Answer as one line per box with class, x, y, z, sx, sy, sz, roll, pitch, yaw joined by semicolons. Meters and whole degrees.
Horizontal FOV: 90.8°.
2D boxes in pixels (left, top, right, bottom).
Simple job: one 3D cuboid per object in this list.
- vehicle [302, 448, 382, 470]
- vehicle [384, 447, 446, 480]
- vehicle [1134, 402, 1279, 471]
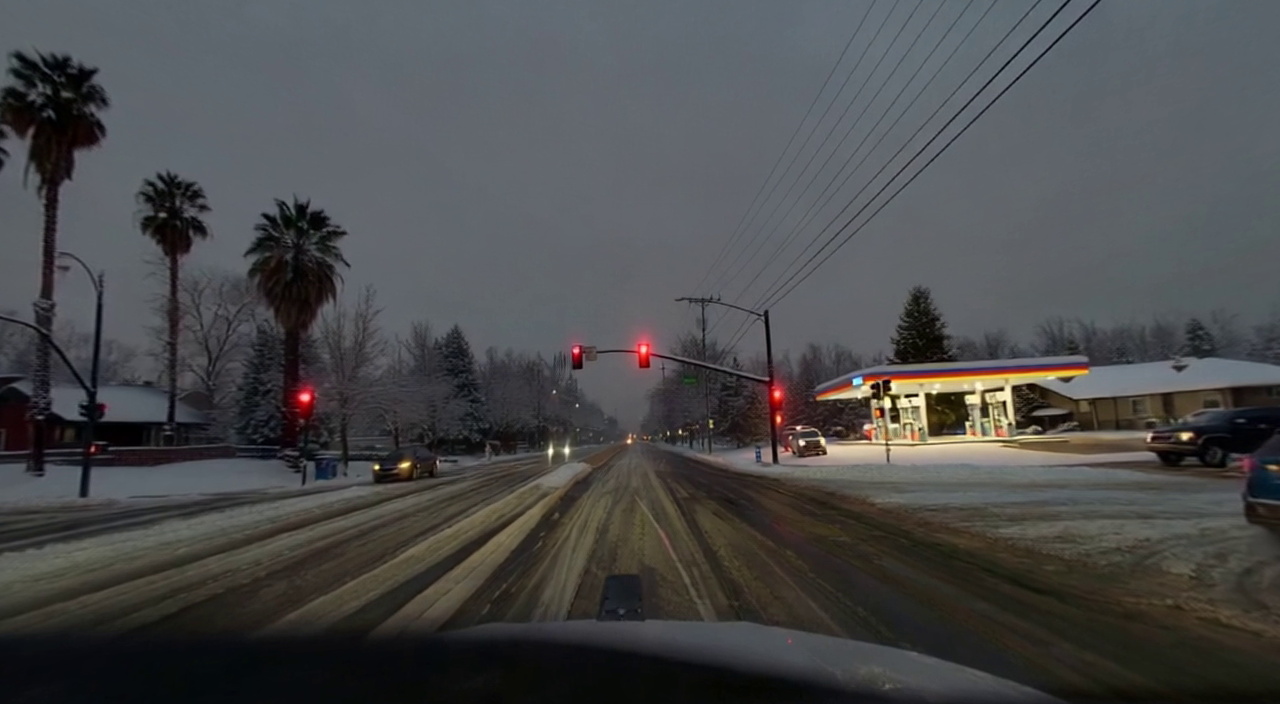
vehicle;-20.896;7.530;44.456;4.672;1.469;1.816;0;-9;-2
vehicle;-13.008;6.416;36.791;2.009;1.777;4.559;0;-9;-1
vehicle;17.428;2.411;18.052;5.086;1.817;1.952;1;-9;-5
